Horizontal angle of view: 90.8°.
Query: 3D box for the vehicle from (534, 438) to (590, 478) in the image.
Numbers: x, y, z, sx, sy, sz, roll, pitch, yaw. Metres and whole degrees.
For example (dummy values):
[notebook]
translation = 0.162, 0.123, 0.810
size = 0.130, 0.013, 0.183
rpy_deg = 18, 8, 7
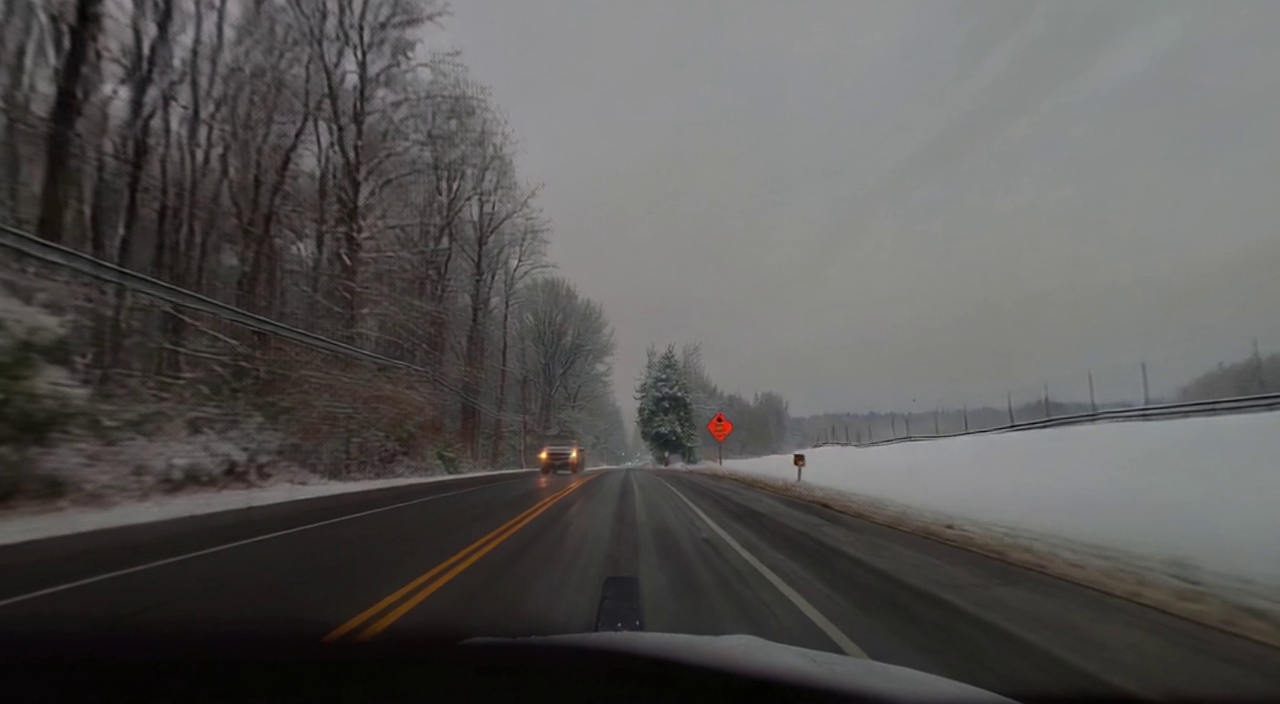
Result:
[vehicle]
translation = -4.593, 6.376, 38.263
size = 2.638, 2.200, 5.867
rpy_deg = 0, -8, 0
